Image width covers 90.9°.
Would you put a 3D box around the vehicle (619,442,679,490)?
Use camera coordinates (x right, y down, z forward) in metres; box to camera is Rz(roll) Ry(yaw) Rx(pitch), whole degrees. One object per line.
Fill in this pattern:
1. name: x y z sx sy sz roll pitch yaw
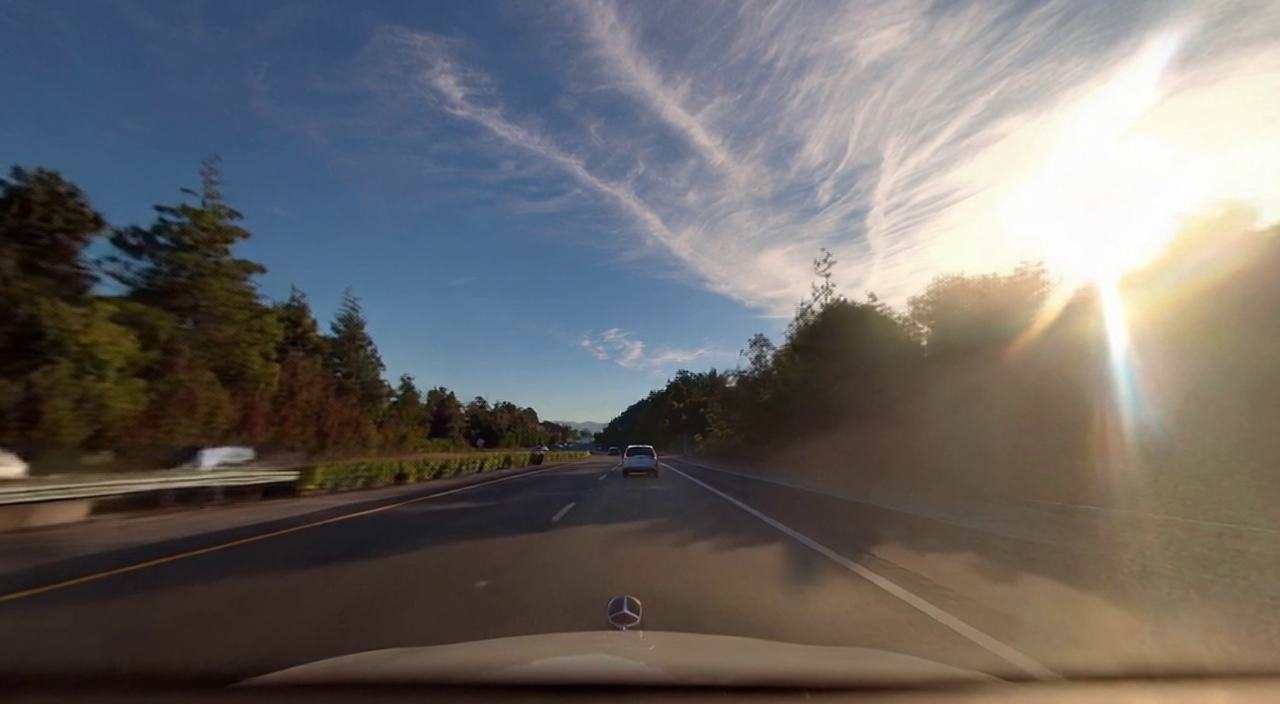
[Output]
1. vehicle: 0.308 4.417 24.816 2.135 1.686 4.517 0 -9 0

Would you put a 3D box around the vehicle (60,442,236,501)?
1. vehicle: -13.607 3.293 17.761 1.875 1.457 3.773 0 -9 0
